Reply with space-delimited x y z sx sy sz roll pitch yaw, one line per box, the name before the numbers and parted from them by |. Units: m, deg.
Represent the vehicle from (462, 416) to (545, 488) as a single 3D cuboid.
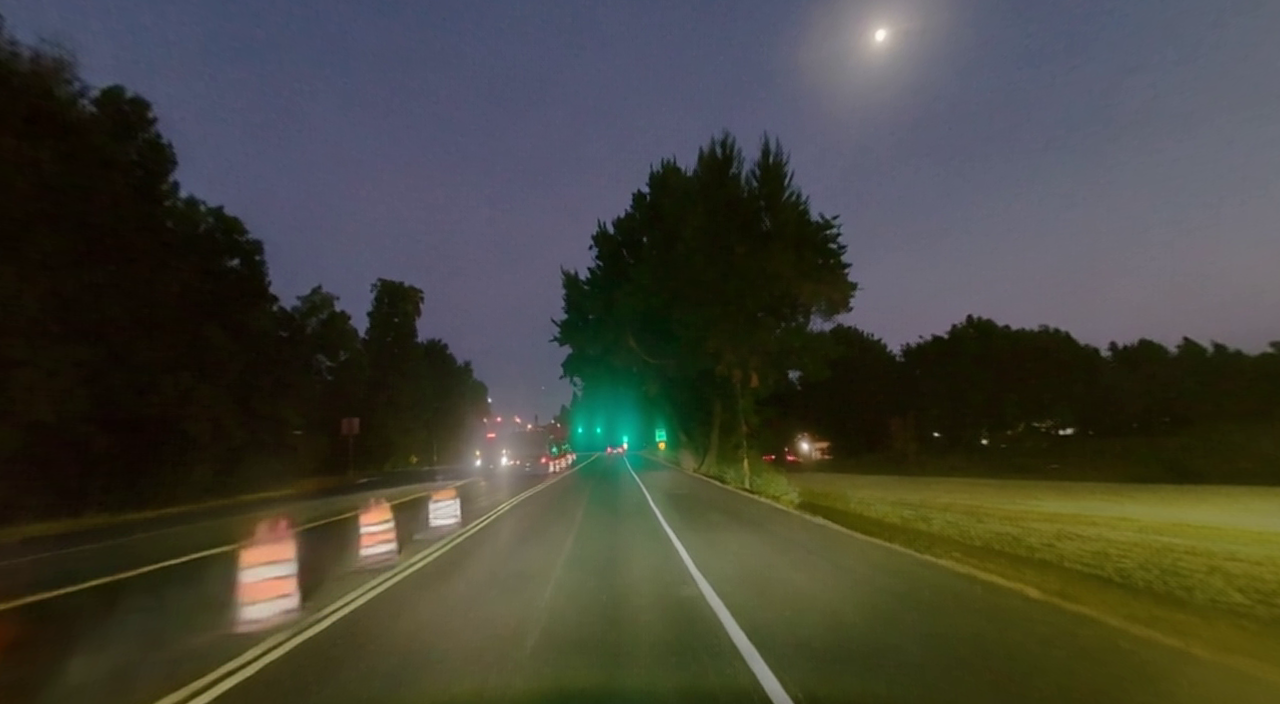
vehicle | -5.052 3.759 24.017 2.380 2.488 4.028 0 -8 -2
